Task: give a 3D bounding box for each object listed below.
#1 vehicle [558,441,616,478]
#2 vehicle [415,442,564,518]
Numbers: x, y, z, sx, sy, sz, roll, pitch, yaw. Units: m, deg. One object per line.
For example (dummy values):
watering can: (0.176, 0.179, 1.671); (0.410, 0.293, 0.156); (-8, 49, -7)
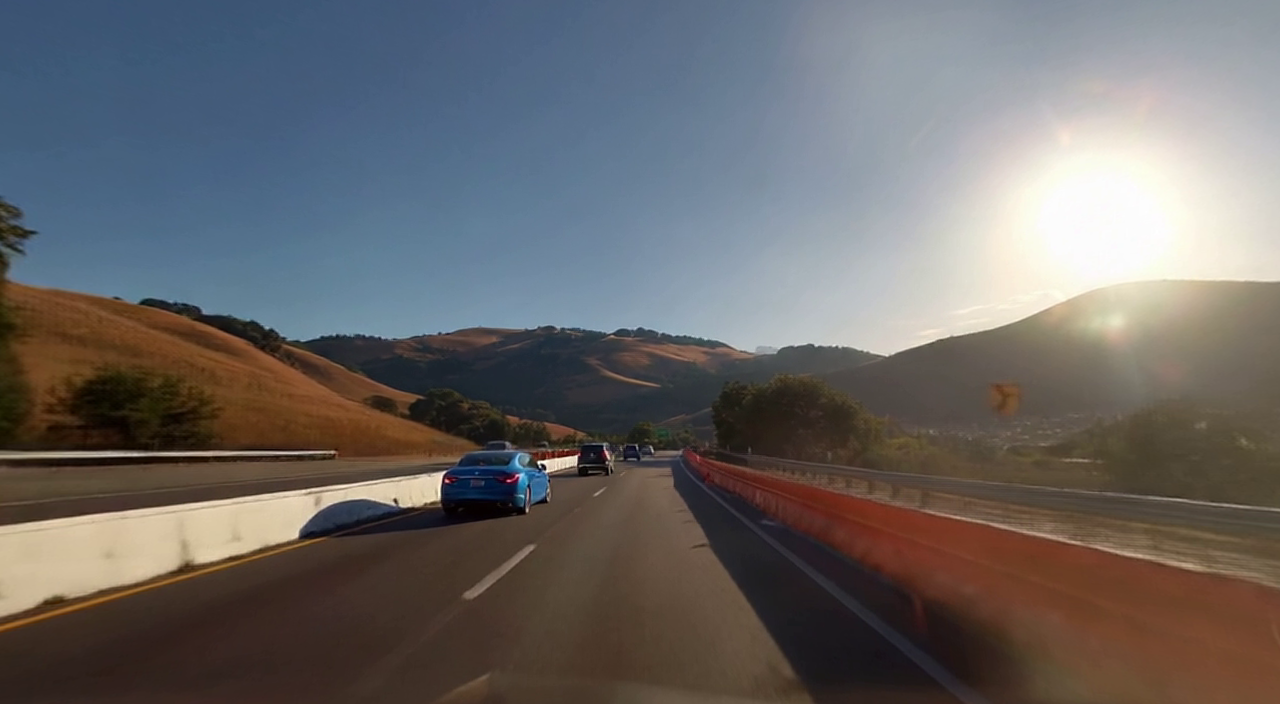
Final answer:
vehicle: (-2.254, 4.731, 27.935); (2.094, 1.480, 4.124); (0, -9, 2)
vehicle: (-2.932, 2.597, 13.249); (2.061, 1.330, 3.928); (0, -9, 2)
